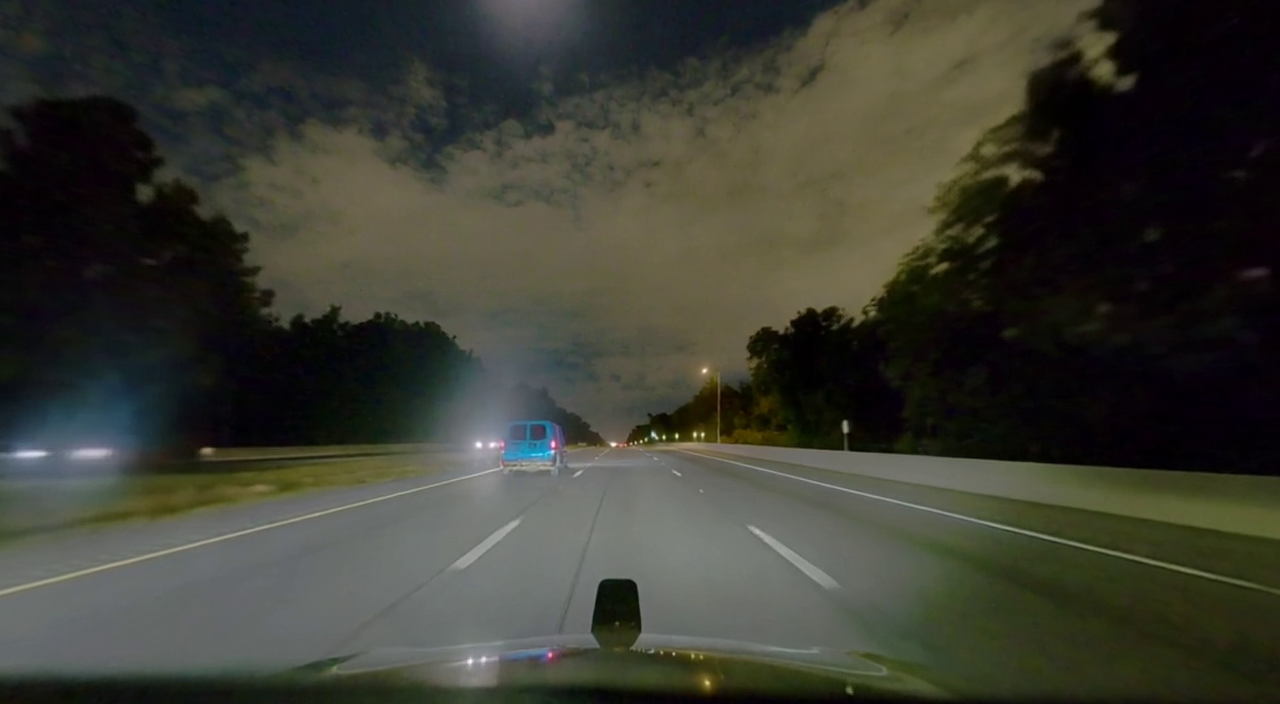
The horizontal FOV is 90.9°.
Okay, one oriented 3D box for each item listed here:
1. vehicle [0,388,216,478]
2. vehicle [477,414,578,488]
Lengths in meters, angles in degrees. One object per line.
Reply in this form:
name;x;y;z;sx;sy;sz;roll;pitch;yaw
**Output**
vehicle;-19.500;2.990;23.222;2.695;2.766;7.348;0;-8;-1
vehicle;-3.302;3.021;19.648;2.297;2.011;4.736;0;-8;0
